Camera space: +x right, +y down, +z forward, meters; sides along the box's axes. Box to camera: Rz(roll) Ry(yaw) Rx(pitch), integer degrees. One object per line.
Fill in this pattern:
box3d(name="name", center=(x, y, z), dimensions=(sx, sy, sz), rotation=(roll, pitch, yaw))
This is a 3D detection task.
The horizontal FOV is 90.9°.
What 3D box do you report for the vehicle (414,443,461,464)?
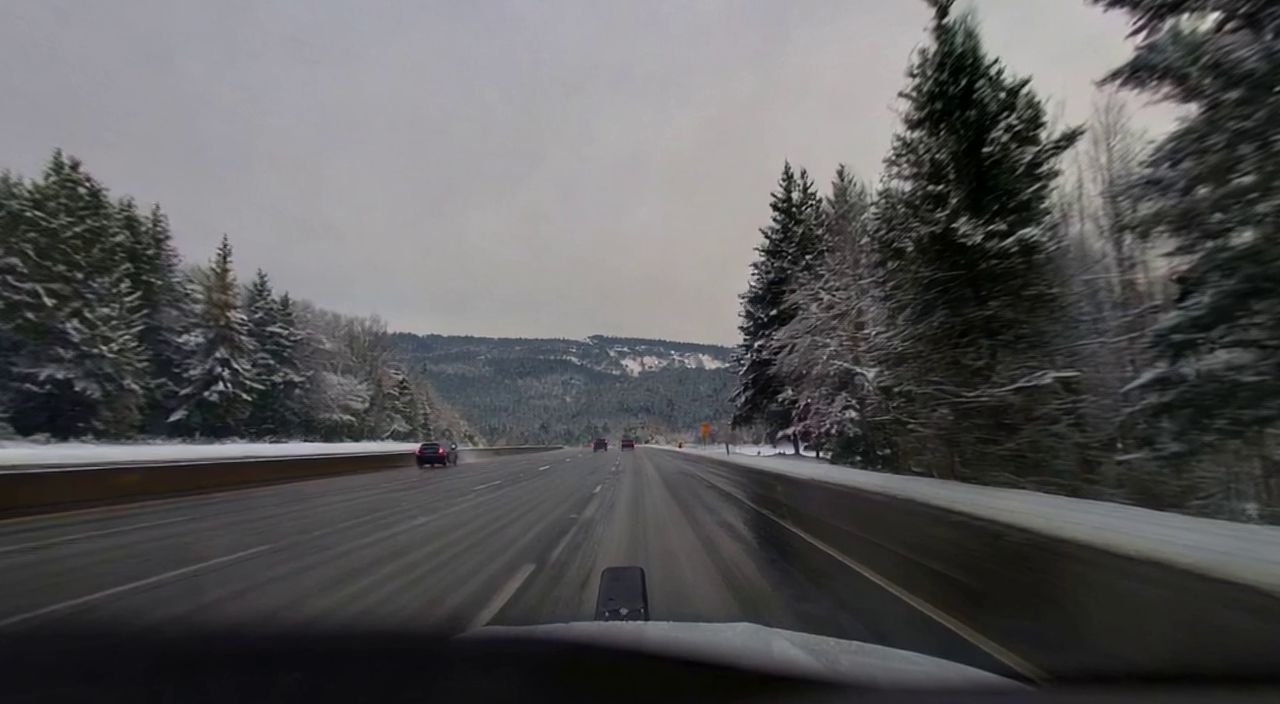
box3d(name="vehicle", center=(-14.925, 7.461, 46.646), dimensions=(2.036, 1.479, 4.418), rotation=(0, -8, -1))
